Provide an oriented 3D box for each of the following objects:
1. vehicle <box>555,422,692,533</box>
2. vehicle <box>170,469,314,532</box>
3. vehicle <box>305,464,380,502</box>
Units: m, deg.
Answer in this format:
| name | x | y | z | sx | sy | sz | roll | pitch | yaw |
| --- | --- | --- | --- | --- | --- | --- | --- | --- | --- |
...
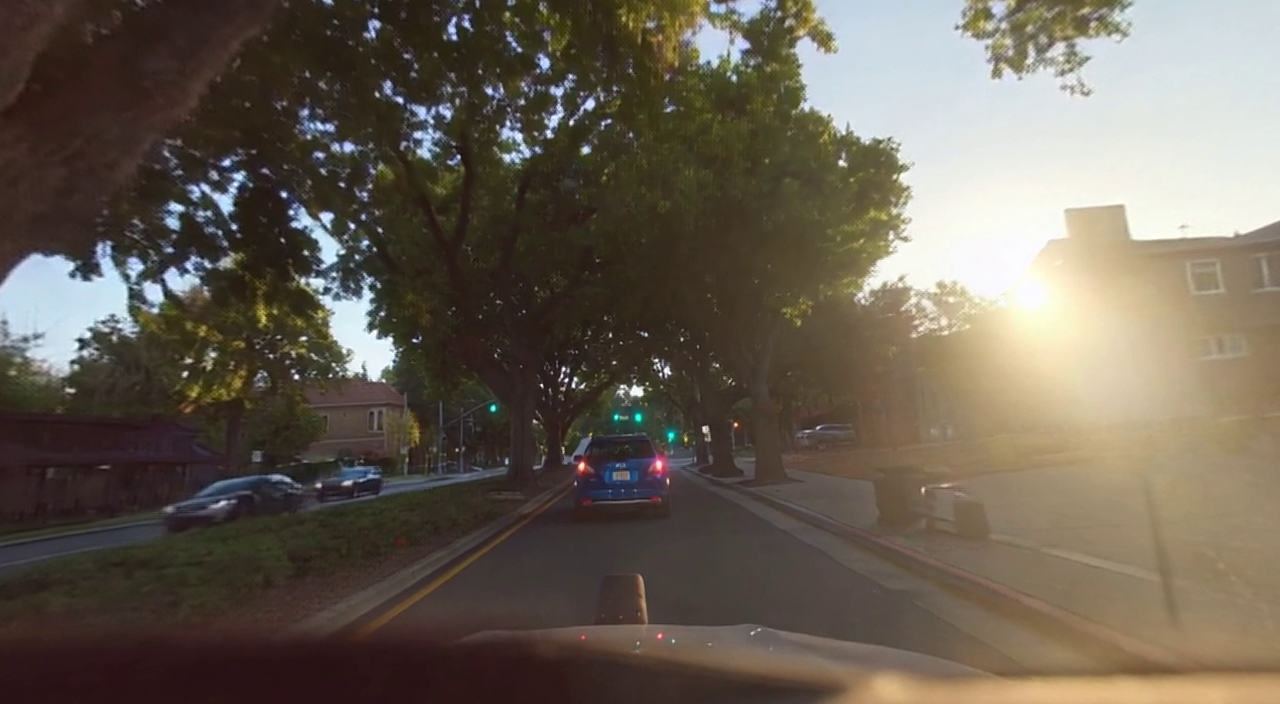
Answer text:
| name | x | y | z | sx | sy | sz | roll | pitch | yaw |
| --- | --- | --- | --- | --- | --- | --- | --- | --- | --- |
| vehicle | -0.295 | 2.253 | 11.877 | 2.136 | 1.703 | 3.910 | 0 | -8 | -1 |
| vehicle | -12.152 | 4.523 | 19.701 | 1.714 | 1.578 | 4.218 | 0 | -8 | 0 |
| vehicle | -15.673 | 6.902 | 33.534 | 1.785 | 1.699 | 4.328 | 0 | -8 | 0 |
